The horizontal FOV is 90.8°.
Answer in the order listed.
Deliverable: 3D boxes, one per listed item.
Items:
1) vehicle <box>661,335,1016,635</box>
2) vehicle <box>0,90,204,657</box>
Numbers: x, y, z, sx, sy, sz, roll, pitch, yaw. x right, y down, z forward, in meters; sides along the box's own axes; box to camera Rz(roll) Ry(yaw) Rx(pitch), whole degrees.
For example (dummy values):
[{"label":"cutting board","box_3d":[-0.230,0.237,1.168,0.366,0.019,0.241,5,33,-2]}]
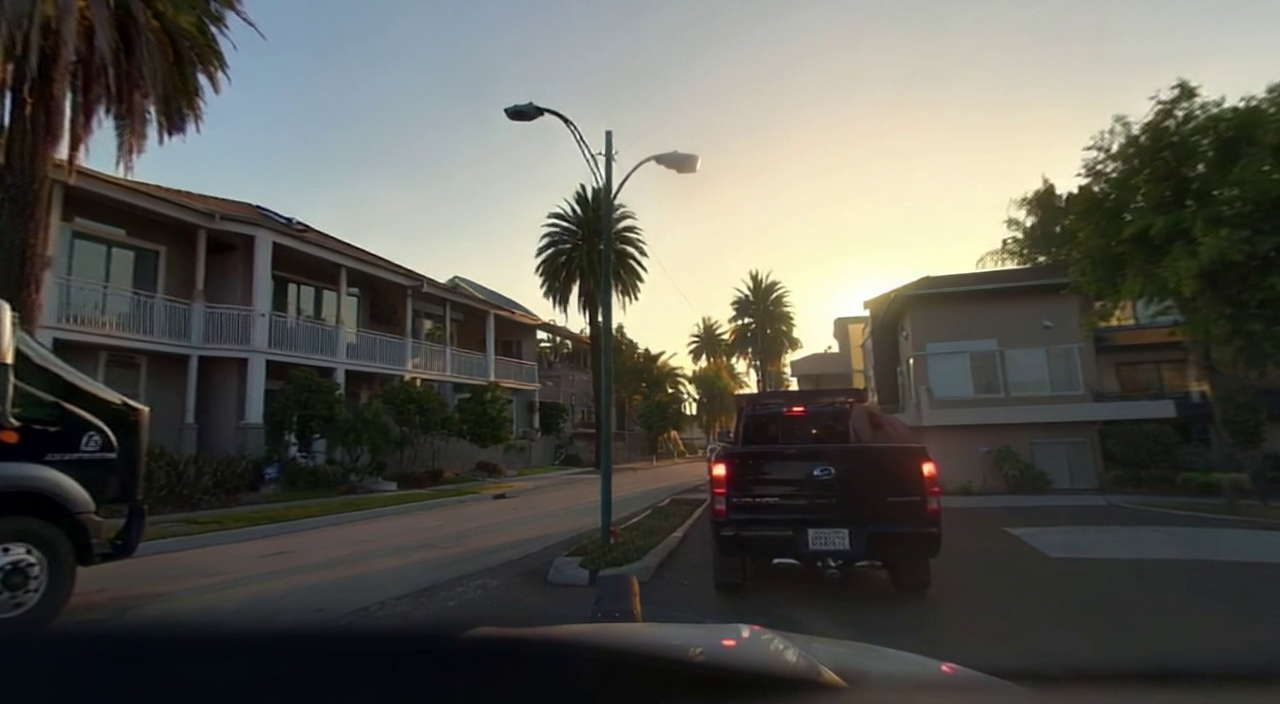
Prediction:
[{"label":"vehicle","box_3d":[1.731,1.359,7.484,2.418,2.078,5.866,-1,-9,7]},{"label":"vehicle","box_3d":[-6.505,-0.405,0.604,2.998,3.659,10.517,-2,-9,13]}]
